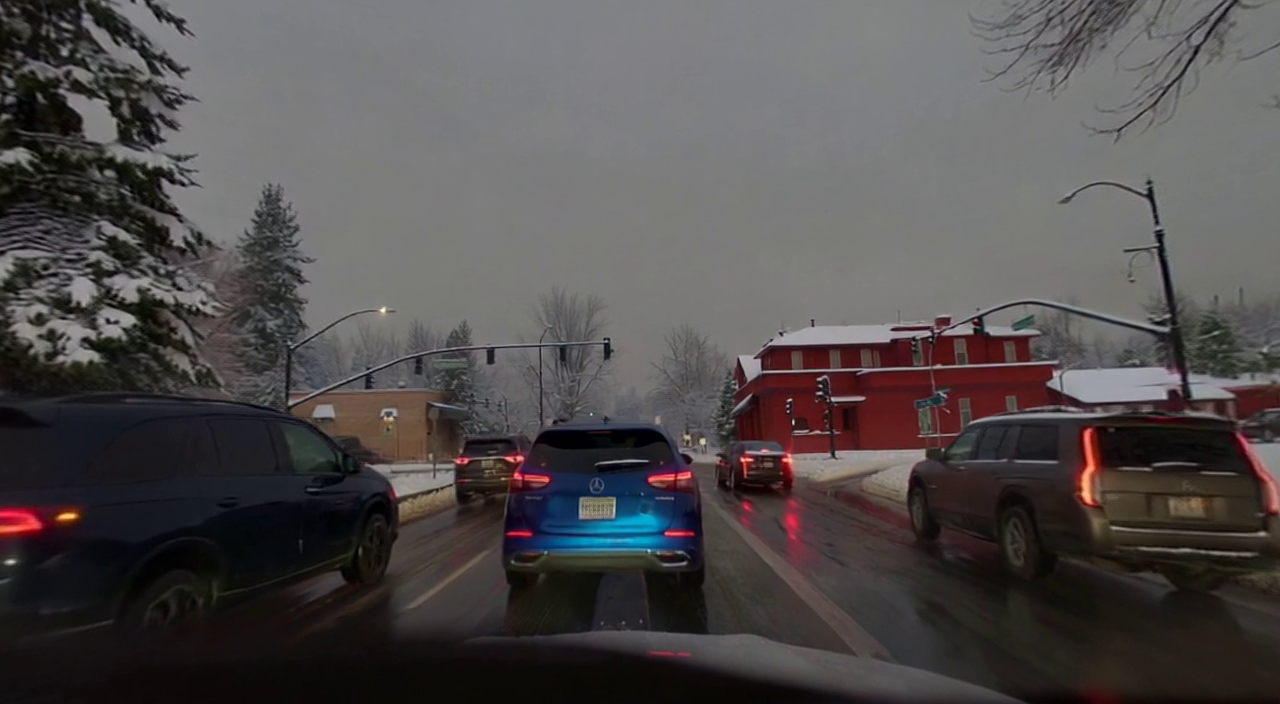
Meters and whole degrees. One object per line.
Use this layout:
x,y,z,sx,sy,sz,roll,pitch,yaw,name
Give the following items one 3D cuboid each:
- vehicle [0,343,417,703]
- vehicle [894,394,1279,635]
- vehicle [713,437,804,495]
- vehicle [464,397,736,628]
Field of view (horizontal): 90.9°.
-3.472,1.155,4.521,2.047,1.741,4.470,0,-8,1,vehicle
4.541,1.517,6.927,2.014,1.740,4.515,-1,-9,6,vehicle
3.438,3.377,19.025,1.847,1.554,3.885,0,-8,-2,vehicle
-0.229,1.496,6.815,2.022,1.700,4.084,0,-8,2,vehicle
